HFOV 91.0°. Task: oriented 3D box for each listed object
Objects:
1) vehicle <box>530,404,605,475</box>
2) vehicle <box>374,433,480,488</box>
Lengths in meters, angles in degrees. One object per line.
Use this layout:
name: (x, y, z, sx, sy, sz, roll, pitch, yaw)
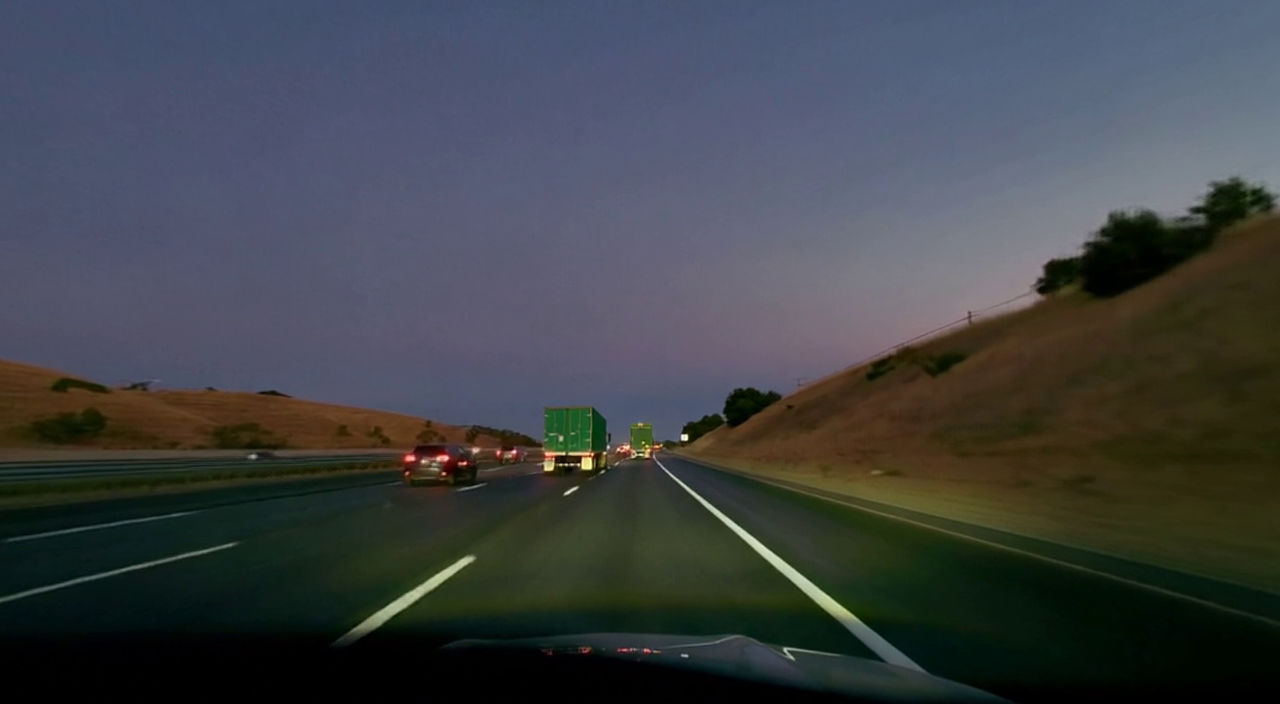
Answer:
vehicle: (-3.655, 4.892, 34.779, 2.789, 3.271, 10.894, 1, -9, 0)
vehicle: (-7.531, 3.884, 22.849, 2.125, 1.725, 4.715, 1, -9, 1)
